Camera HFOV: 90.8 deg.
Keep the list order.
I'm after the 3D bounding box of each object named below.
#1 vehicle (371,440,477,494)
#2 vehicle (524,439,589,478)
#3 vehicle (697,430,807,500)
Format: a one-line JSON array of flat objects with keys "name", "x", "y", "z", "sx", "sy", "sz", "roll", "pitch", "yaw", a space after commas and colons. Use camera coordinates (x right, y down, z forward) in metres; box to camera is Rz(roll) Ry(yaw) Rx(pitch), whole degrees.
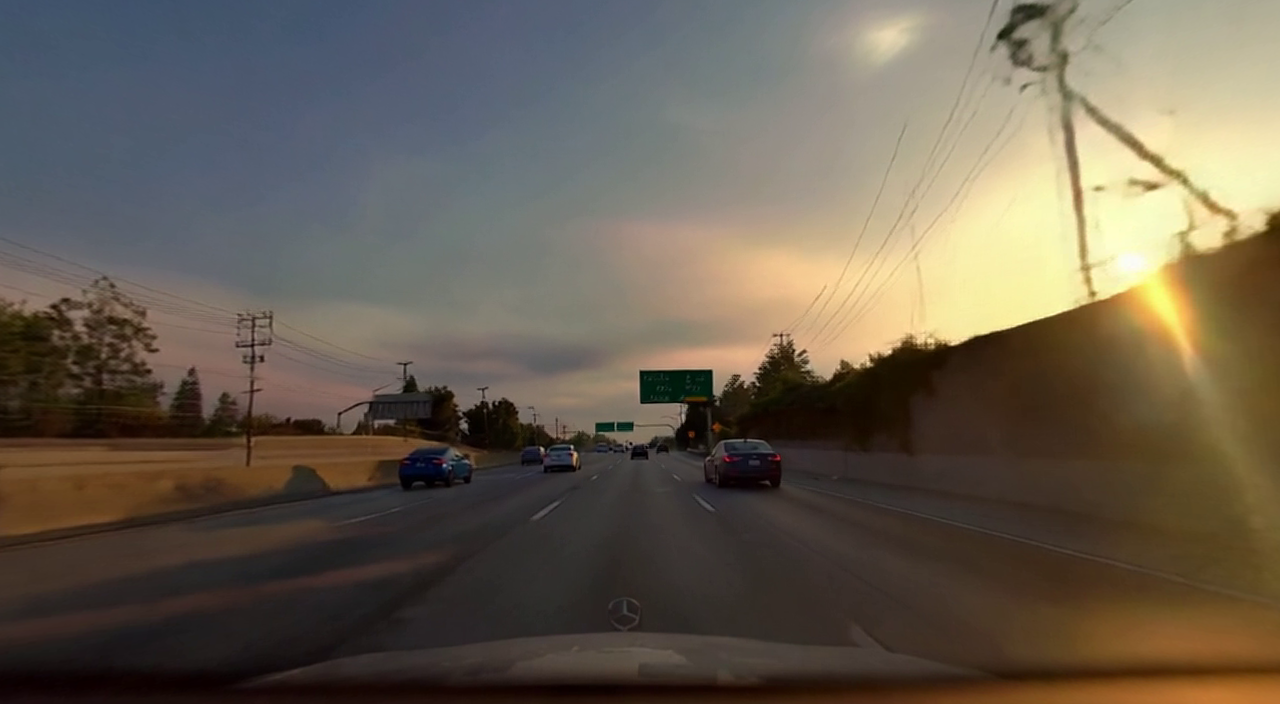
[{"name": "vehicle", "x": -6.641, "y": 3.554, "z": 19.942, "sx": 1.903, "sy": 1.482, "sz": 4.180, "roll": 0, "pitch": -8, "yaw": 0}, {"name": "vehicle", "x": -3.419, "y": 4.475, "z": 26.743, "sx": 2.066, "sy": 1.488, "sz": 4.377, "roll": 0, "pitch": -8, "yaw": 1}, {"name": "vehicle", "x": 2.881, "y": 3.021, "z": 17.348, "sx": 2.100, "sy": 1.659, "sz": 4.387, "roll": 0, "pitch": -8, "yaw": -1}]
